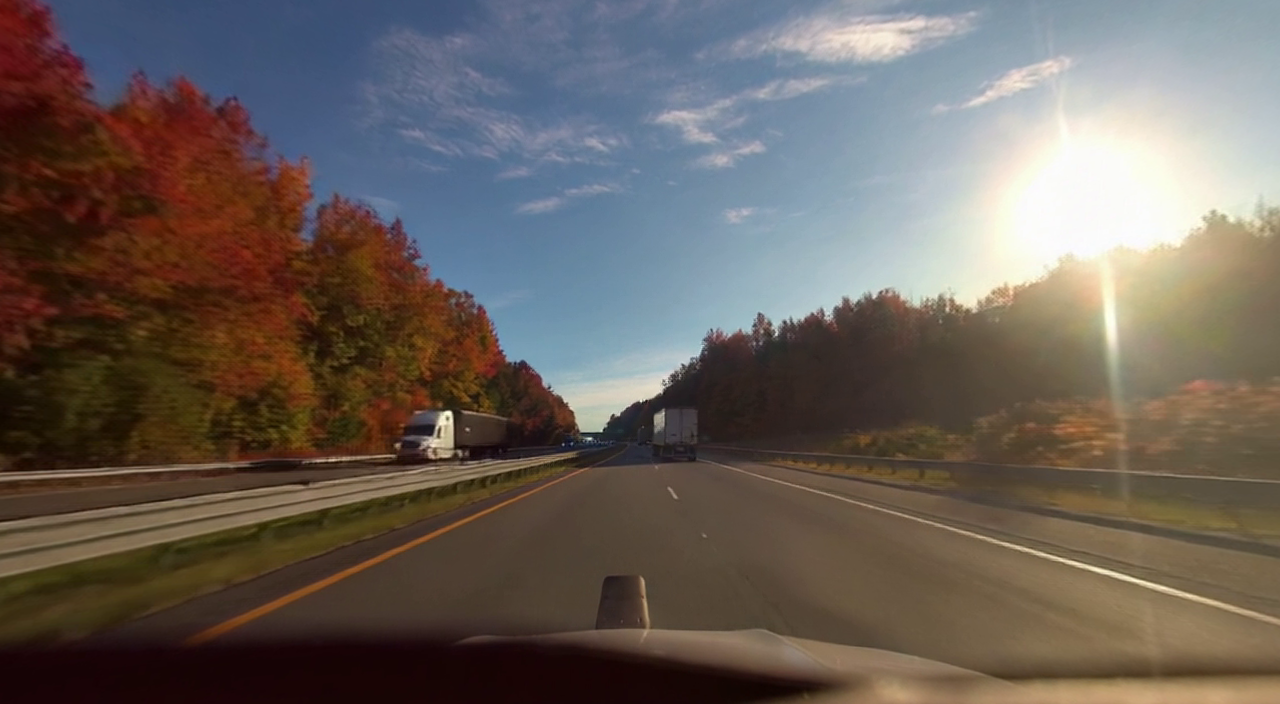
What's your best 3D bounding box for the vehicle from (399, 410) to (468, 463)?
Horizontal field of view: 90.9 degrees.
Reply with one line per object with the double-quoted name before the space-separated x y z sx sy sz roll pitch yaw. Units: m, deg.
"vehicle" -14.081 5.773 43.130 3.618 3.504 2.875 0 -8 1
